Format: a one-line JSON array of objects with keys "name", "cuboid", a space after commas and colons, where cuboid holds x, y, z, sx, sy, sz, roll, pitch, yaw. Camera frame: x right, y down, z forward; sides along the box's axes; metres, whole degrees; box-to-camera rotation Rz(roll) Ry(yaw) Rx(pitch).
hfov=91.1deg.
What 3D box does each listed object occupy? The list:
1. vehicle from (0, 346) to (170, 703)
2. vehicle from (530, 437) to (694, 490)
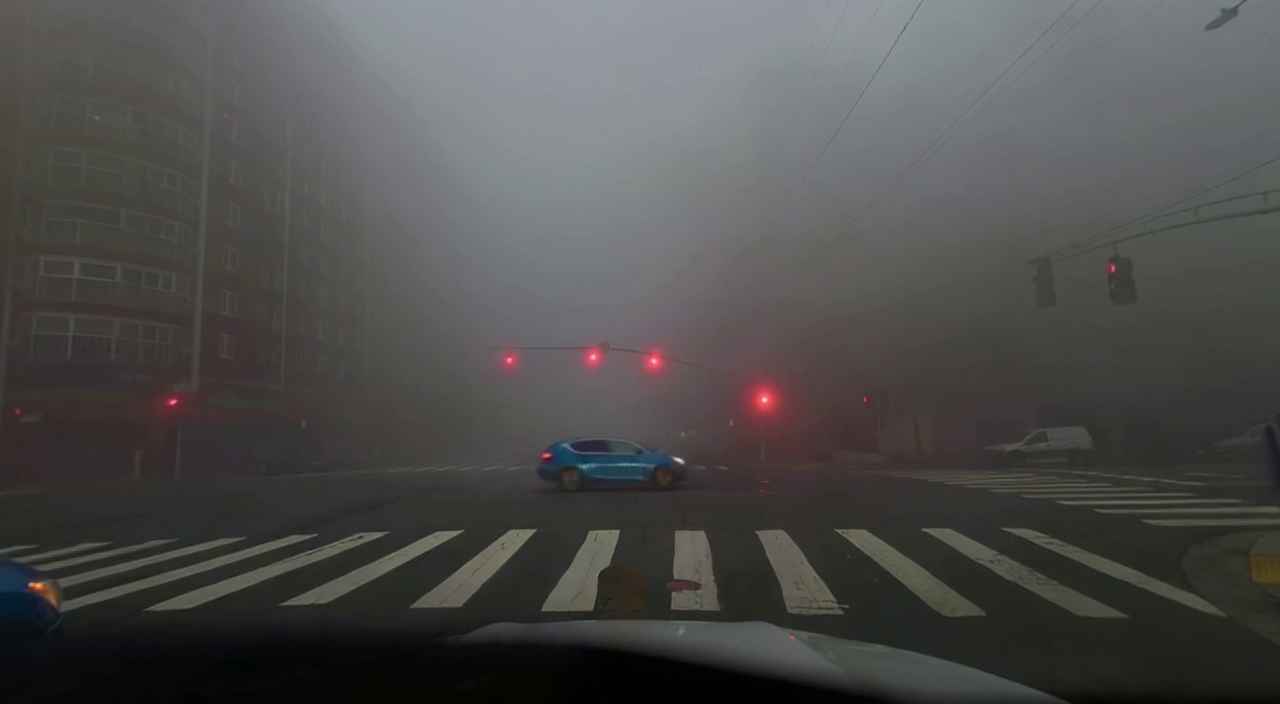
[{"name": "vehicle", "cuboid": [-3.634, 0.614, 1.065, 2.109, 1.692, 4.587, 0, -8, 0]}, {"name": "vehicle", "cuboid": [-0.778, 3.253, 18.438, 4.551, 1.454, 1.941, 0, -8, 0]}]
